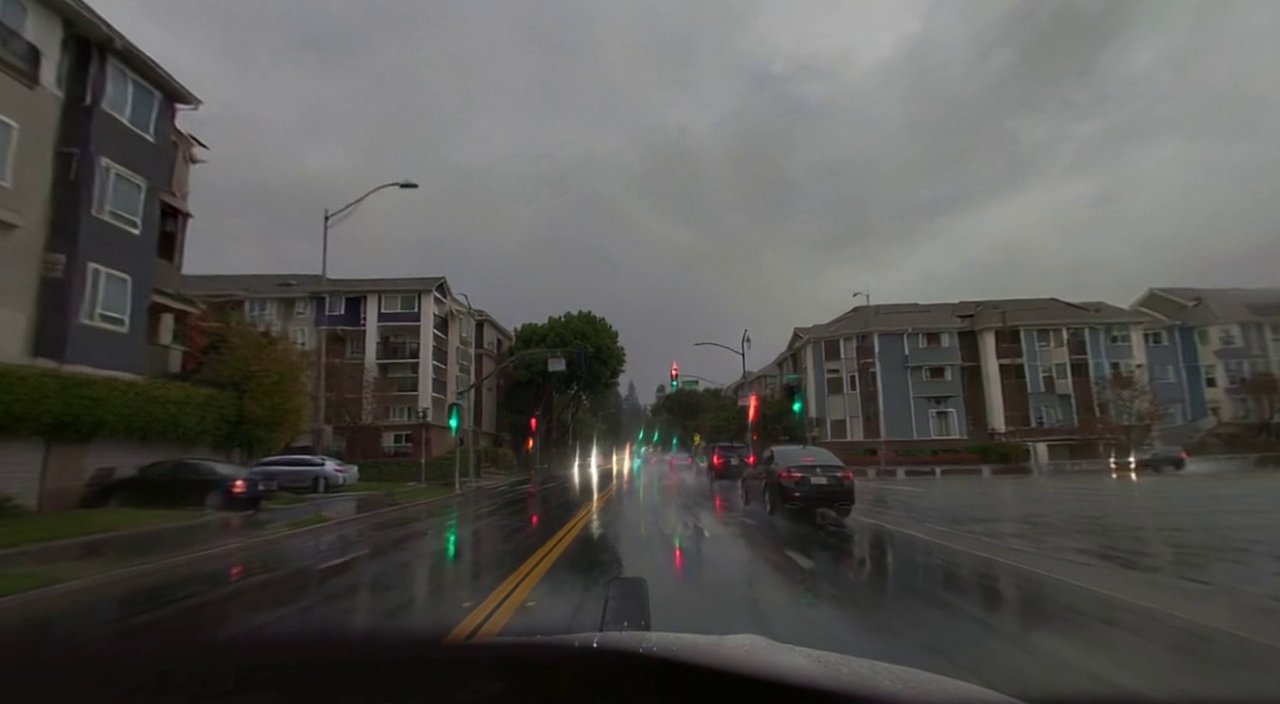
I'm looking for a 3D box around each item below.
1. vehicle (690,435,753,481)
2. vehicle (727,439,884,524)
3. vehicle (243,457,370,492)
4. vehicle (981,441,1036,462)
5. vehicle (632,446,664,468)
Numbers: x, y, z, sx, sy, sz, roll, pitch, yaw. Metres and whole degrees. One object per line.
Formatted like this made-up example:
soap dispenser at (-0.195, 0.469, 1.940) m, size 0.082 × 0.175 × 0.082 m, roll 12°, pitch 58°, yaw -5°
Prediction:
vehicle at (3.546, 4.708, 28.344) m, size 2.199 × 1.872 × 4.513 m, roll 0°, pitch -8°, yaw 0°
vehicle at (3.275, 2.669, 13.630) m, size 2.078 × 1.488 × 4.741 m, roll 0°, pitch -8°, yaw -1°
vehicle at (-15.265, 5.621, 29.013) m, size 4.727 × 1.483 × 2.002 m, roll -1°, pitch -8°, yaw 3°
vehicle at (28.741, 7.746, 49.260) m, size 1.698 × 1.477 × 3.735 m, roll -2°, pitch -9°, yaw -7°
vehicle at (0.523, 7.369, 44.340) m, size 2.097 × 1.463 × 4.043 m, roll 0°, pitch -8°, yaw 0°
